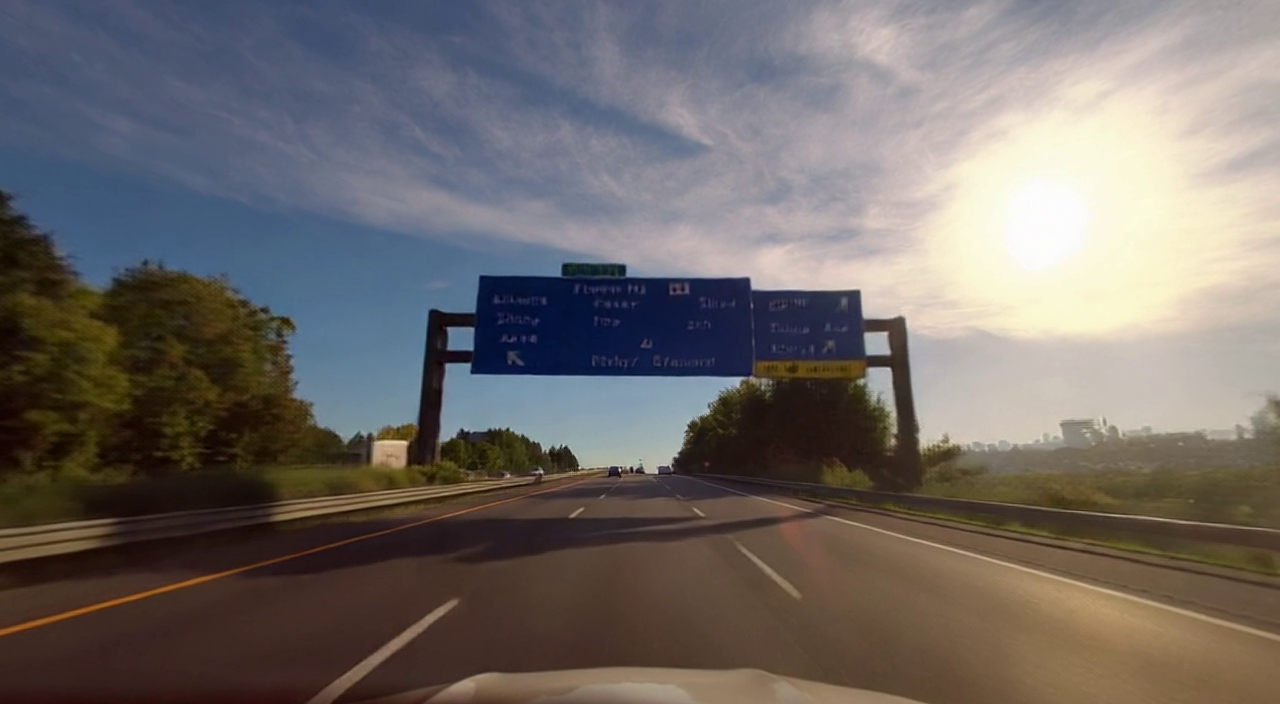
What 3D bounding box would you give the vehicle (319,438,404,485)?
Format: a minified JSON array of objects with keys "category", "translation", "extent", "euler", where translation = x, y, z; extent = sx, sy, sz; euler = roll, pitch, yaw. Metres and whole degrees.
[{"category":"vehicle","translation":[-19.005,7.604,43.385],"extent":[2.527,2.934,6.701],"euler":[1,-11,1]}]
